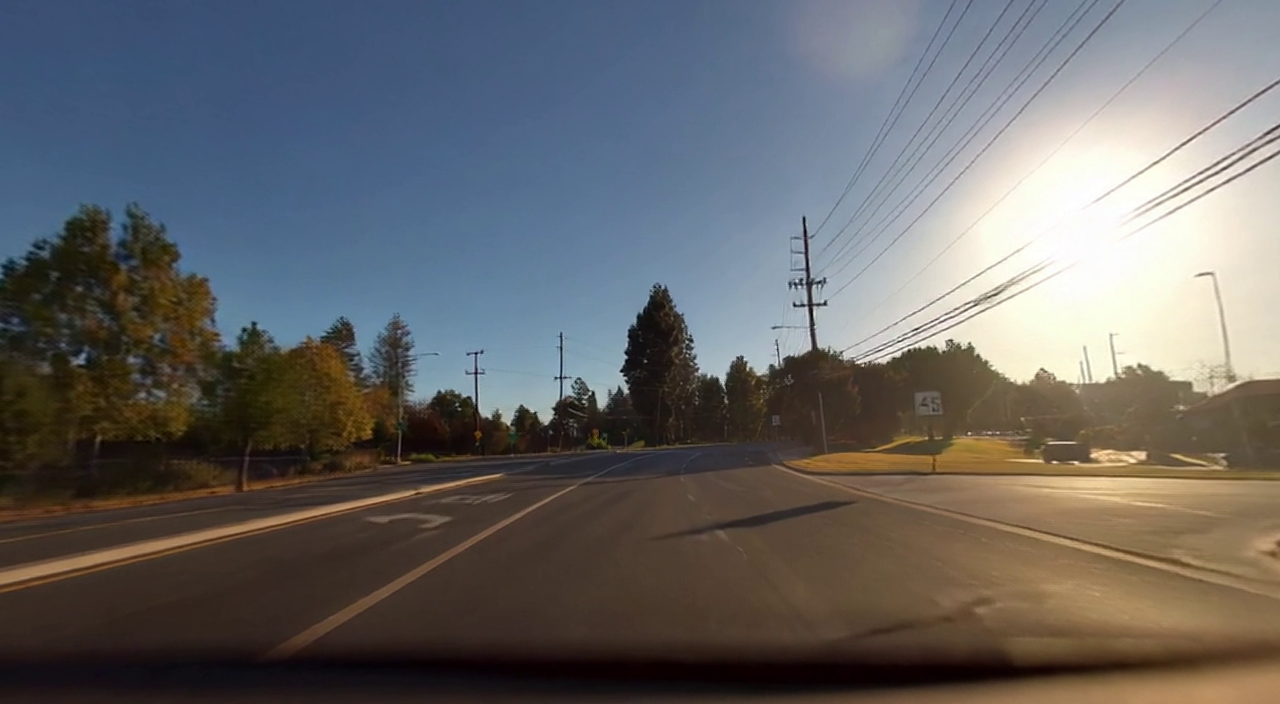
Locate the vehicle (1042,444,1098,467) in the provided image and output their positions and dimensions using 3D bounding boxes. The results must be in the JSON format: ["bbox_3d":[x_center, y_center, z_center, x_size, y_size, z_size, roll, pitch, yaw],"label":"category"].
[{"bbox_3d":[31.840,7.754,46.938,1.807,1.443,4.905,-1,-11,14],"label":"vehicle"}]
